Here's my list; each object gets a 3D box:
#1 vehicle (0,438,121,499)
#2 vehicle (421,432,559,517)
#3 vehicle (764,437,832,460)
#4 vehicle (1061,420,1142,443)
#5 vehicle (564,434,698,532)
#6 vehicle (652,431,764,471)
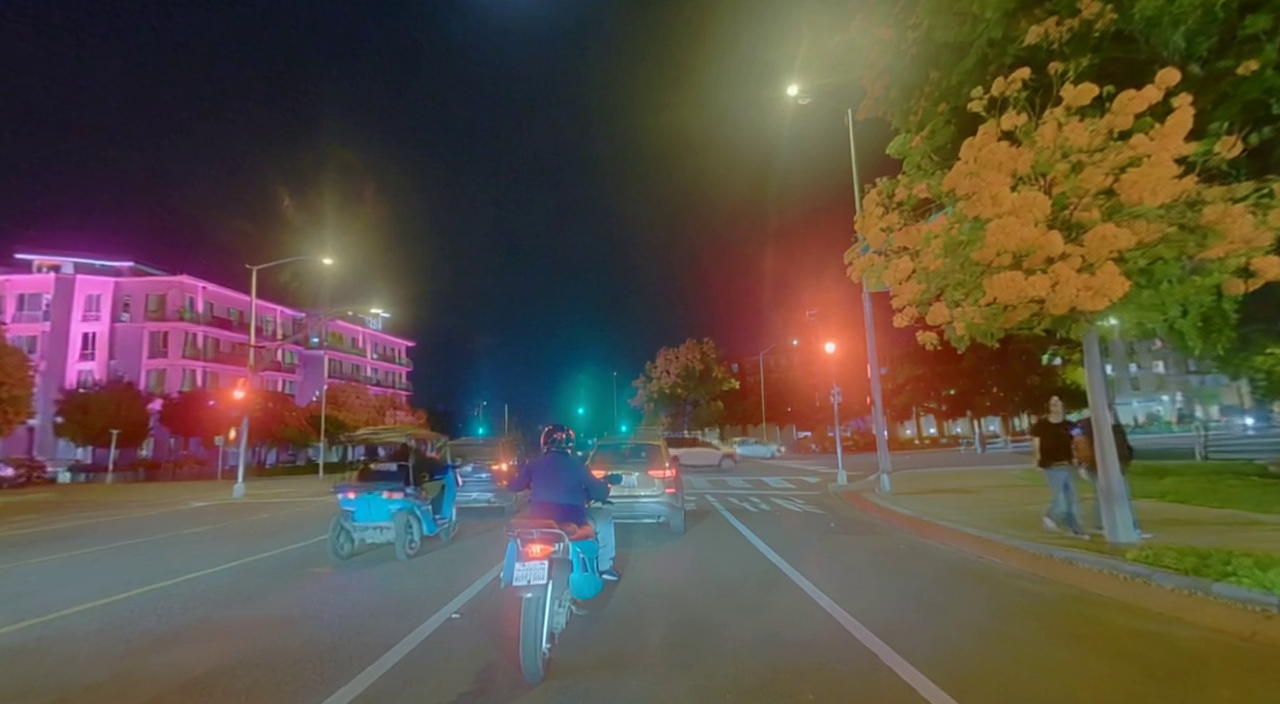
[{"bbox_3d":[-28.915,5.661,30.345,5.890,2.393,2.346,-5,-7,0],"label":"vehicle"},{"bbox_3d":[-3.162,2.677,14.224,1.935,1.615,4.073,-1,-9,3],"label":"vehicle"},{"bbox_3d":[10.440,6.425,41.918,1.862,1.456,4.661,4,-9,-24],"label":"vehicle"},{"bbox_3d":[30.806,5.337,42.135,1.751,1.420,4.027,8,-12,-43],"label":"vehicle"},{"bbox_3d":[-0.102,2.297,11.617,2.025,1.458,4.085,-1,-9,1],"label":"vehicle"},{"bbox_3d":[3.351,4.864,30.870,5.226,1.840,2.016,-2,-9,13],"label":"vehicle"}]
